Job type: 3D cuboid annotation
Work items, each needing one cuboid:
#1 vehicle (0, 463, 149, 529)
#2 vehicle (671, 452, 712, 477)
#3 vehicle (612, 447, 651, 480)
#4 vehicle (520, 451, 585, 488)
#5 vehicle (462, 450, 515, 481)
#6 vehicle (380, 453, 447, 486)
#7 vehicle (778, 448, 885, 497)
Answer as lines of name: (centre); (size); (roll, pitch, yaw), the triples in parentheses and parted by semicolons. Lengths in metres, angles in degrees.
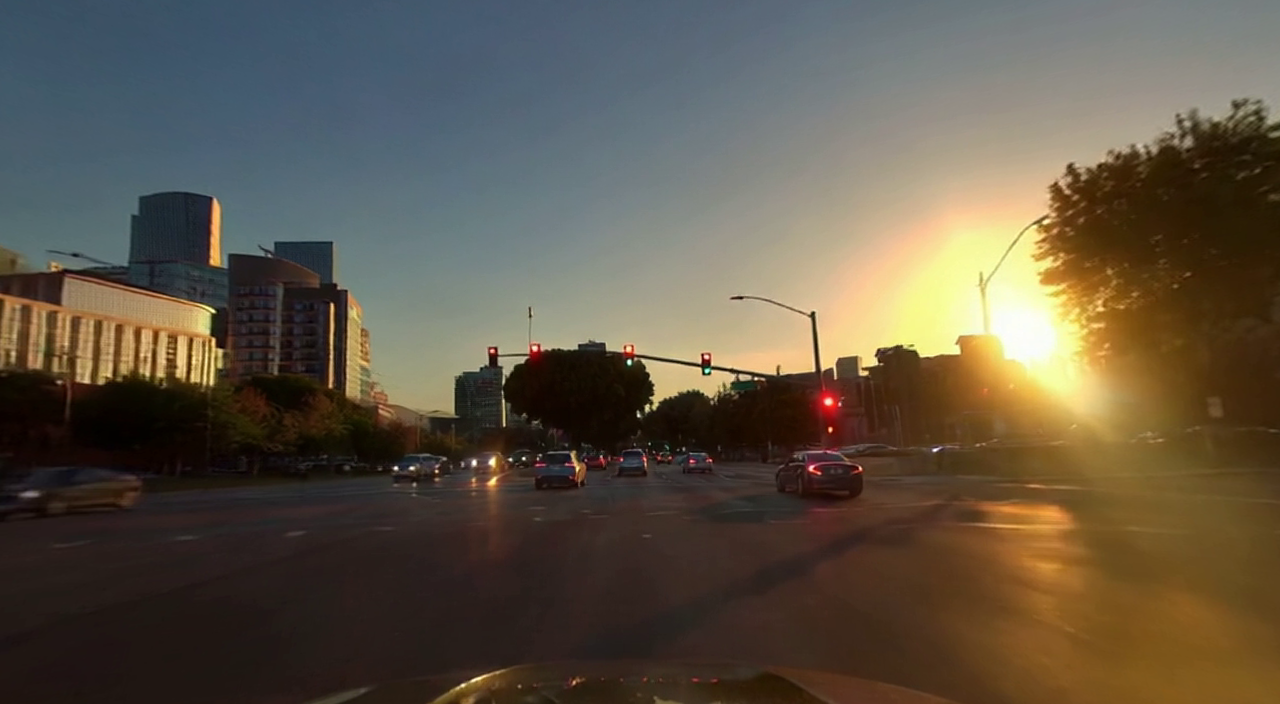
vehicle: (-15.836, 3.760, 16.962); (1.893, 1.429, 4.188); (0, -9, 1)
vehicle: (3.048, 6.825, 38.477); (2.014, 1.430, 4.103); (0, -9, -2)
vehicle: (-0.432, 6.185, 35.301); (2.008, 1.716, 4.125); (0, -9, 0)
vehicle: (-3.737, 5.115, 27.818); (2.163, 1.474, 4.413); (0, -9, 1)
vehicle: (-8.993, 6.709, 37.735); (1.929, 1.492, 4.430); (-5, -8, 1)
vehicle: (-12.194, 6.336, 34.309); (1.975, 1.450, 4.561); (-5, -9, -1)
vehicle: (6.201, 3.941, 21.112); (2.028, 1.451, 4.625); (0, -9, -2)
